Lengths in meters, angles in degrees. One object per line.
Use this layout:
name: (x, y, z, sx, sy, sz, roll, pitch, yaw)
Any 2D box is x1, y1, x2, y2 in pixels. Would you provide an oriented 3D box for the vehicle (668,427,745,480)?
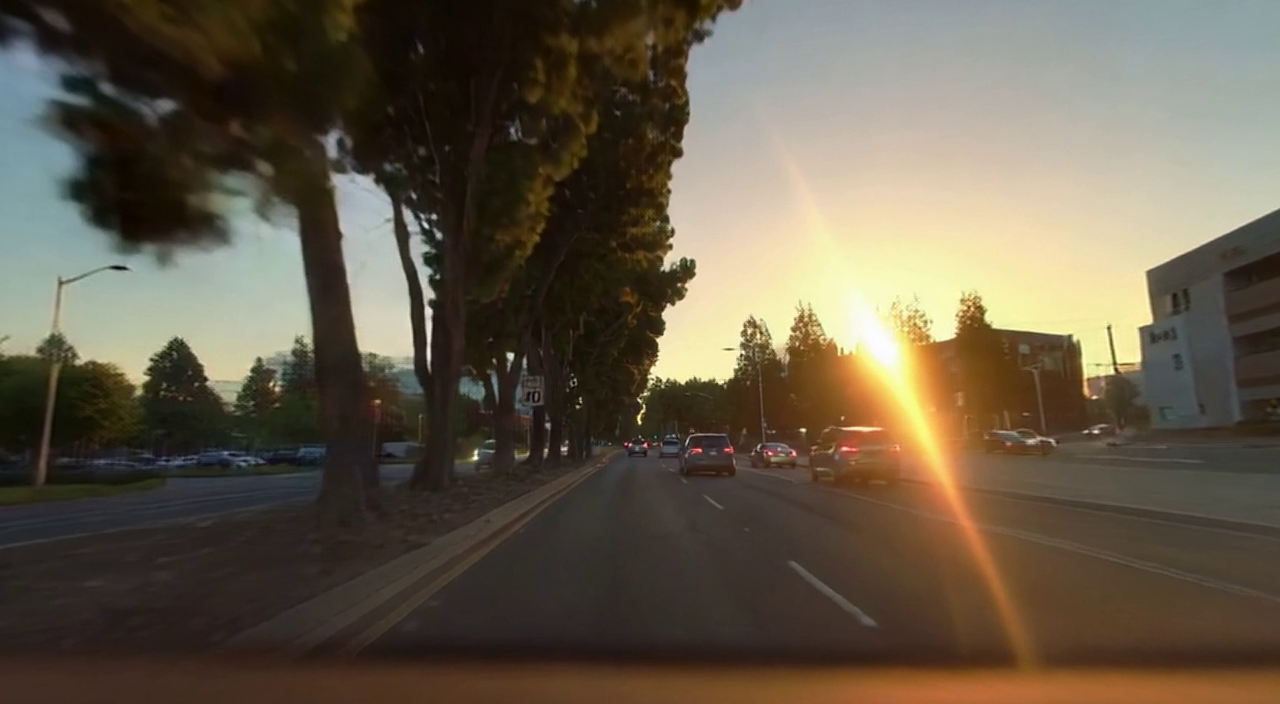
vehicle: (2.377, 3.795, 23.907, 2.227, 1.794, 4.457, 0, -8, -3)

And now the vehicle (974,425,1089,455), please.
vehicle: (20.625, 4.665, 33.473, 4.608, 1.533, 2.193, 0, -8, 0)

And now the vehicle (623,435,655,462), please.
vehicle: (-0.060, 6.577, 43.079, 2.132, 1.693, 3.819, 0, -8, 0)

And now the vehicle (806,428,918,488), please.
vehicle: (6.992, 3.381, 20.420, 2.025, 1.719, 4.161, 0, -8, -1)
